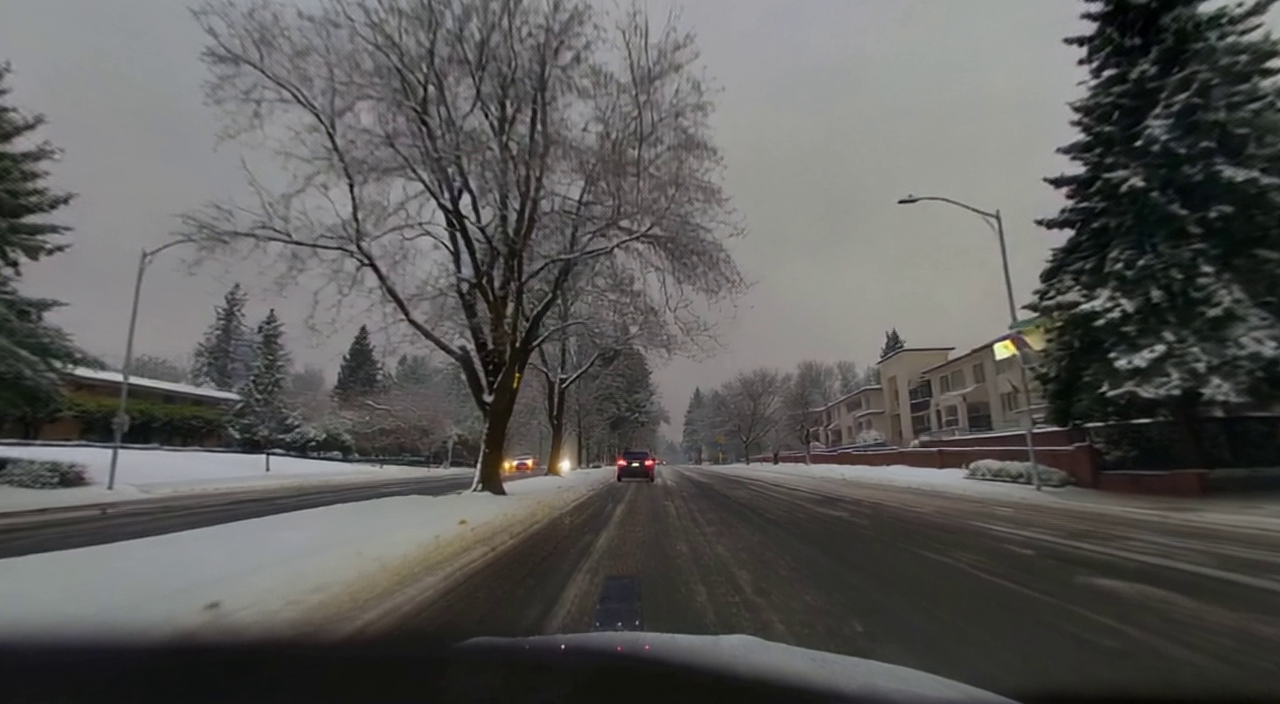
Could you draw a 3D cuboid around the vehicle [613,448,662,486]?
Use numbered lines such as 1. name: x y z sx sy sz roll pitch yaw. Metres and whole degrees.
1. vehicle: -0.073 5.284 29.295 2.093 1.591 4.247 0 -9 1
